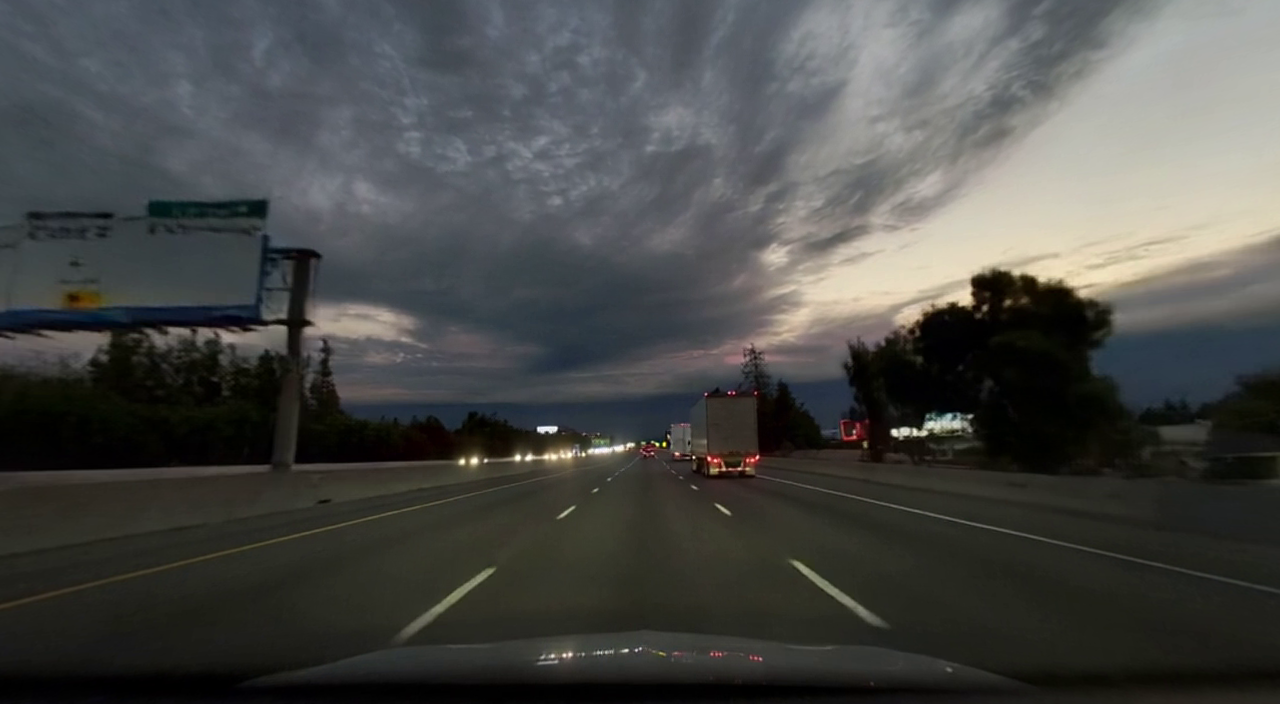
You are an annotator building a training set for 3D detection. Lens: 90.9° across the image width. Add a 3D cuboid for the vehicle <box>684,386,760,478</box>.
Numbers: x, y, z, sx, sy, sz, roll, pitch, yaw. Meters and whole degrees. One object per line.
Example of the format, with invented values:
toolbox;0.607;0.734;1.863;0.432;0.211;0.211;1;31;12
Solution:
vehicle;4.366;4.826;36.855;2.826;4.269;14.176;0;-9;1
